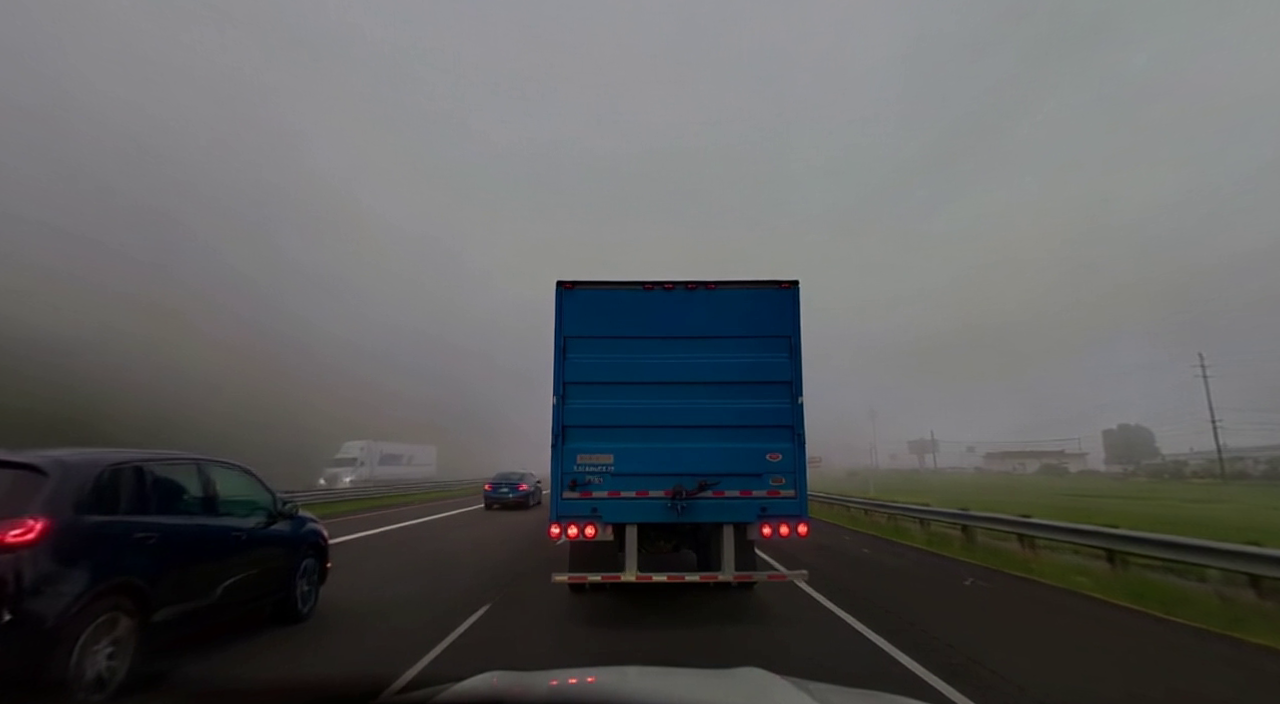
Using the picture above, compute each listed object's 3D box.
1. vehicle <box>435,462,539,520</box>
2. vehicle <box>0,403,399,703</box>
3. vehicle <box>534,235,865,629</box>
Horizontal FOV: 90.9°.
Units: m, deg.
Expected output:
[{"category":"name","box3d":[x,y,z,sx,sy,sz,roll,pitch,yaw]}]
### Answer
[{"category":"vehicle","box3d":[-4.360,4.038,18.717,1.891,1.469,4.431,0,-11,1]},{"category":"vehicle","box3d":[-3.875,1.377,4.780,1.983,1.575,4.973,0,-11,1]},{"category":"vehicle","box3d":[0.671,1.414,9.998,2.831,3.529,8.689,0,-11,2]}]
